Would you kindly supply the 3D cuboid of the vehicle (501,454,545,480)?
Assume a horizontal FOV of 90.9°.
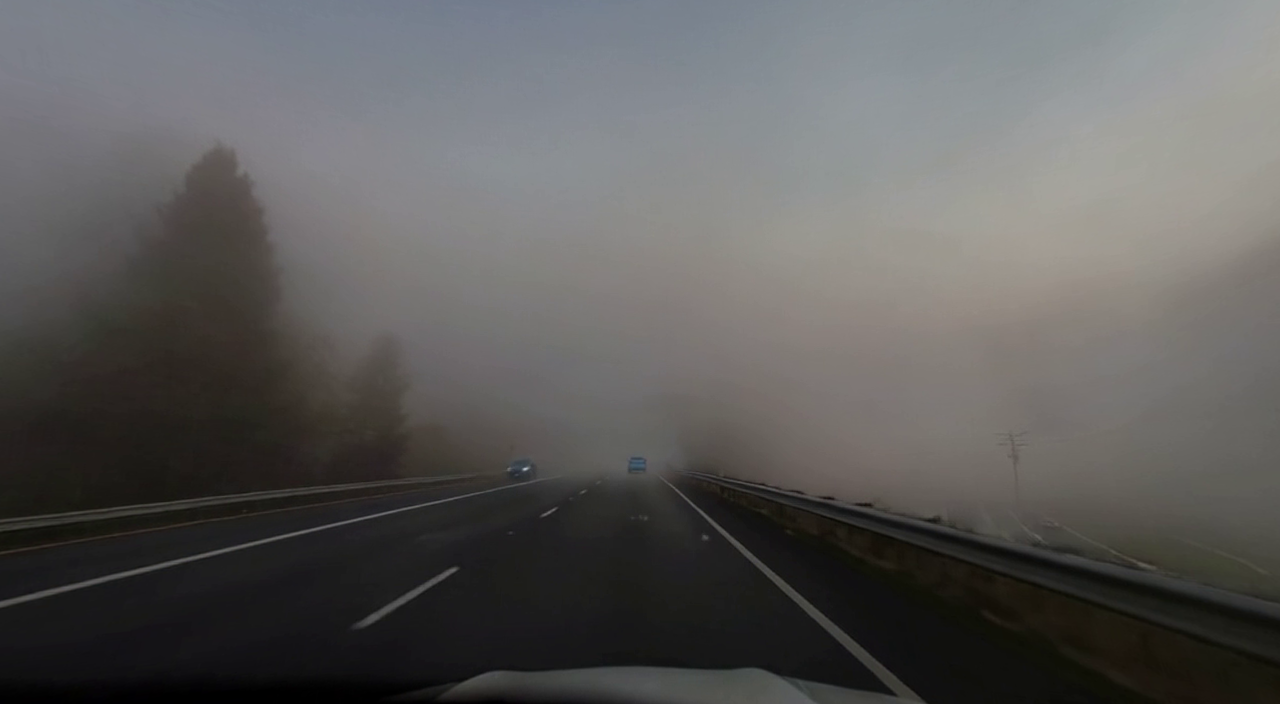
[{"bbox_3d":[-7.669,7.560,41.636,2.003,1.554,3.757,0,-9,2],"label":"vehicle"}]
